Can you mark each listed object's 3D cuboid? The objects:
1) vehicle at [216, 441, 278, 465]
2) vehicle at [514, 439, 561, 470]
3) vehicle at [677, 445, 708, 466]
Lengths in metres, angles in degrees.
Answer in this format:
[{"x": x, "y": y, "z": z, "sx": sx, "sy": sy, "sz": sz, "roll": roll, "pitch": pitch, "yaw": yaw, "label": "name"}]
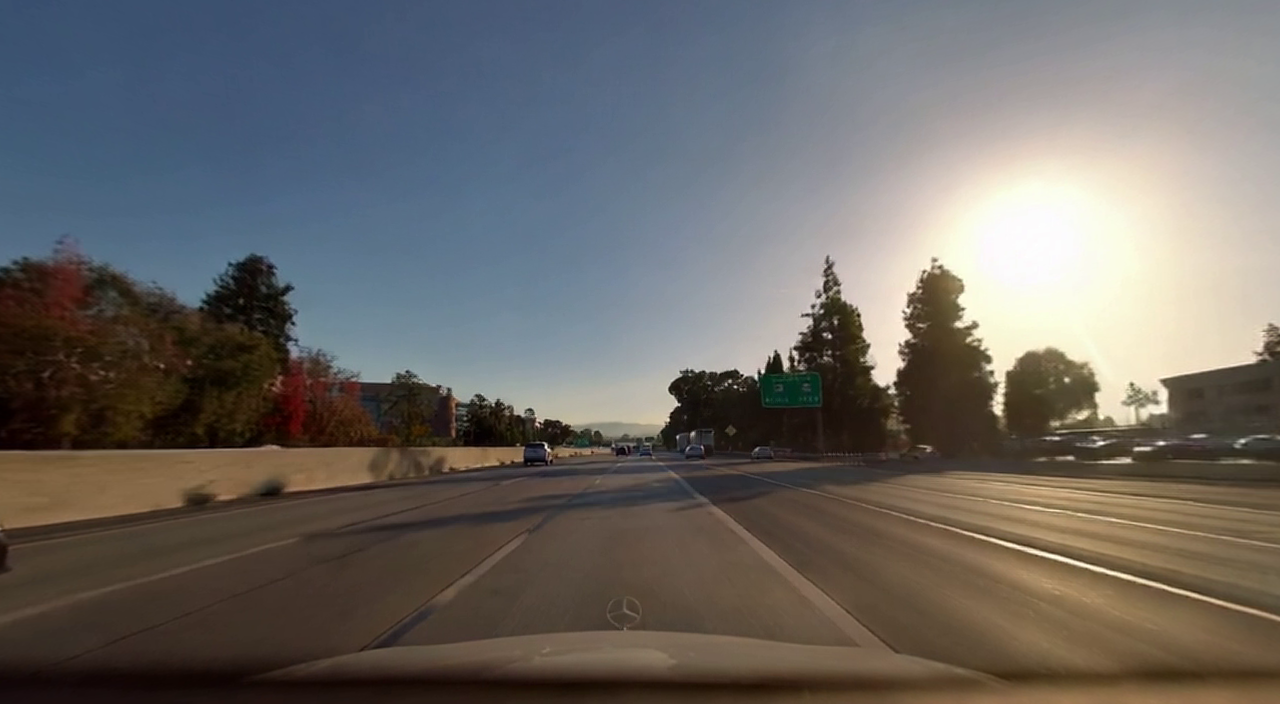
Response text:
[{"x": -25.372, "y": 6.510, "z": 40.682, "sx": 1.577, "sy": 1.426, "sz": 3.628, "roll": 0, "pitch": -8, "yaw": 1, "label": "vehicle"}, {"x": -6.253, "y": 6.299, "z": 38.800, "sx": 2.091, "sy": 1.746, "sz": 4.437, "roll": 0, "pitch": -8, "yaw": 1, "label": "vehicle"}, {"x": 3.803, "y": 7.532, "z": 45.867, "sx": 1.950, "sy": 1.453, "sz": 3.378, "roll": 0, "pitch": -8, "yaw": -1, "label": "vehicle"}]
